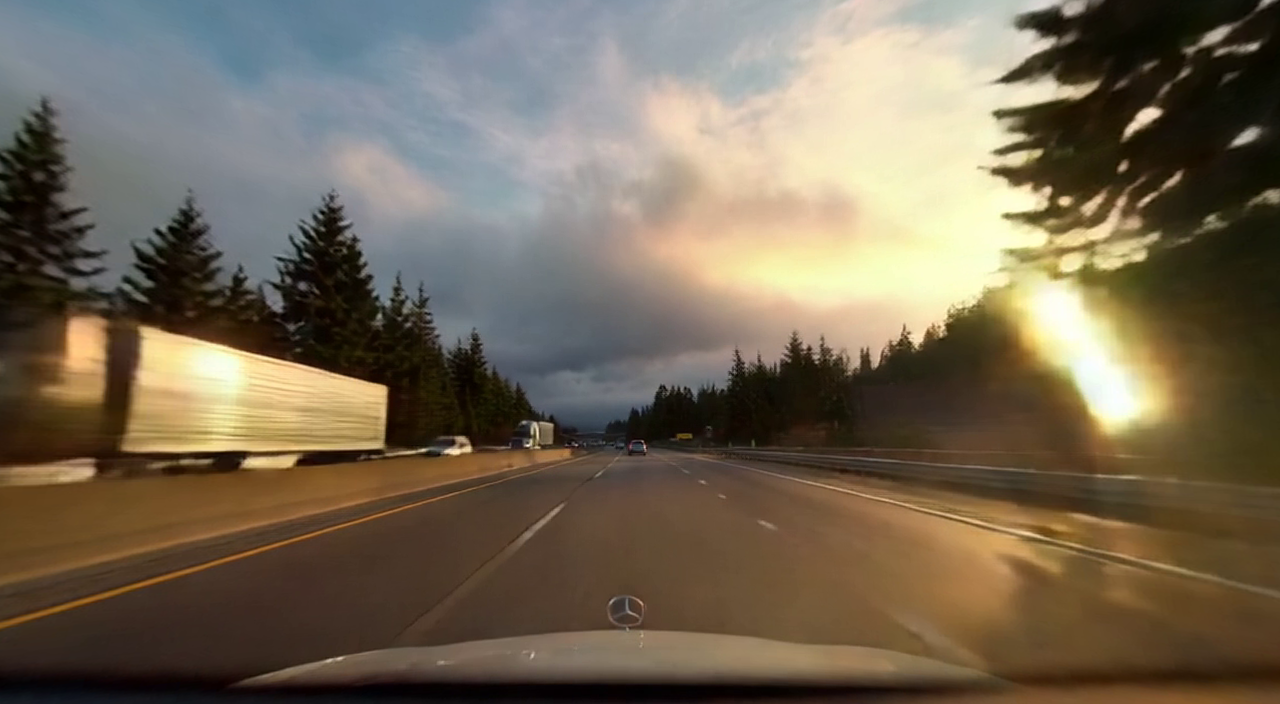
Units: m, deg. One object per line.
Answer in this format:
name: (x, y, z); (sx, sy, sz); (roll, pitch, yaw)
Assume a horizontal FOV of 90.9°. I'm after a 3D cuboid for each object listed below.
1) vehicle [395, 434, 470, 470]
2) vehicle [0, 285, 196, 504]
vehicle: (-9.160, 4.454, 28.273); (1.846, 1.463, 4.537); (0, -8, 0)
vehicle: (-13.339, 0.884, 12.324); (3.009, 4.018, 8.498); (0, -8, 0)
